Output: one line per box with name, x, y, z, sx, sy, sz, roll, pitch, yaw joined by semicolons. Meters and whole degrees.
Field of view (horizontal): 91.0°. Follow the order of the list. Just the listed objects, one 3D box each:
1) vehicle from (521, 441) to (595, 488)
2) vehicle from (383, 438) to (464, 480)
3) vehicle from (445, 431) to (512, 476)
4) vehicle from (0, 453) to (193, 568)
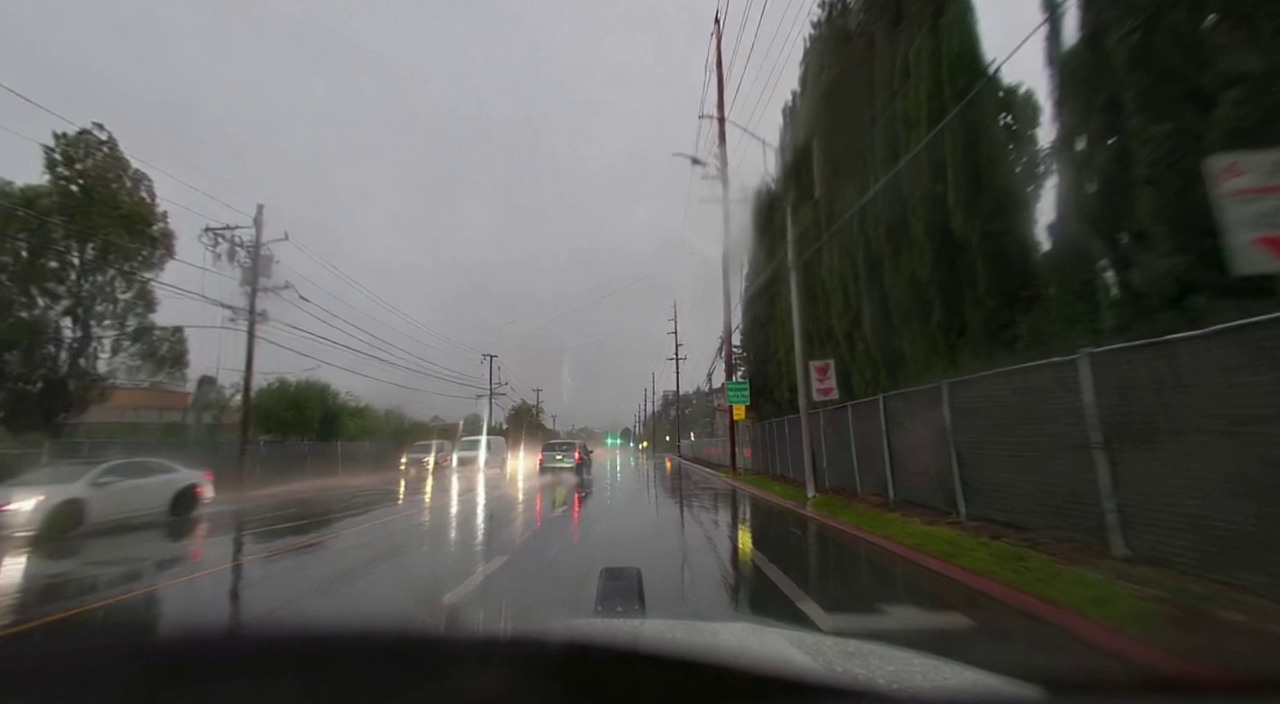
vehicle;-2.845;4.019;22.791;1.992;1.515;4.289;0;-9;2
vehicle;-13.046;6.486;38.518;2.584;2.302;6.400;0;-9;1
vehicle;-9.527;6.061;37.774;2.377;2.439;5.510;0;-9;2
vehicle;-9.844;2.384;9.853;2.032;1.527;4.833;0;-9;1
